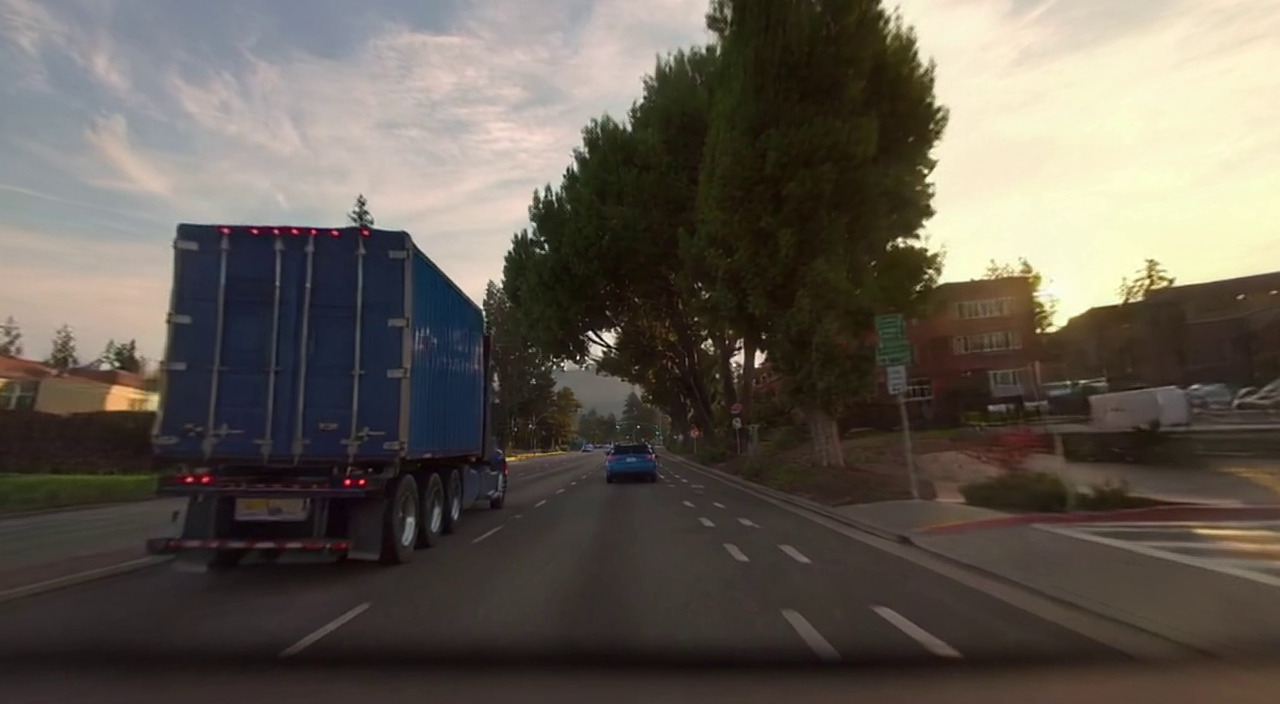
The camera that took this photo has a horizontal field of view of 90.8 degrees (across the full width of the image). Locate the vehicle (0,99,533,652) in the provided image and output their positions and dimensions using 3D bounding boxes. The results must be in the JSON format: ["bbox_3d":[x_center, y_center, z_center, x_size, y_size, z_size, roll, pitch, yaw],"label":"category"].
[{"bbox_3d":[-3.988,0.815,9.584,2.996,3.902,10.410,0,-9,-1],"label":"vehicle"}]

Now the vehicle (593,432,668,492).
[{"bbox_3d":[-0.309,3.379,19.701,2.094,1.682,3.866,0,-9,-1],"label":"vehicle"}]
